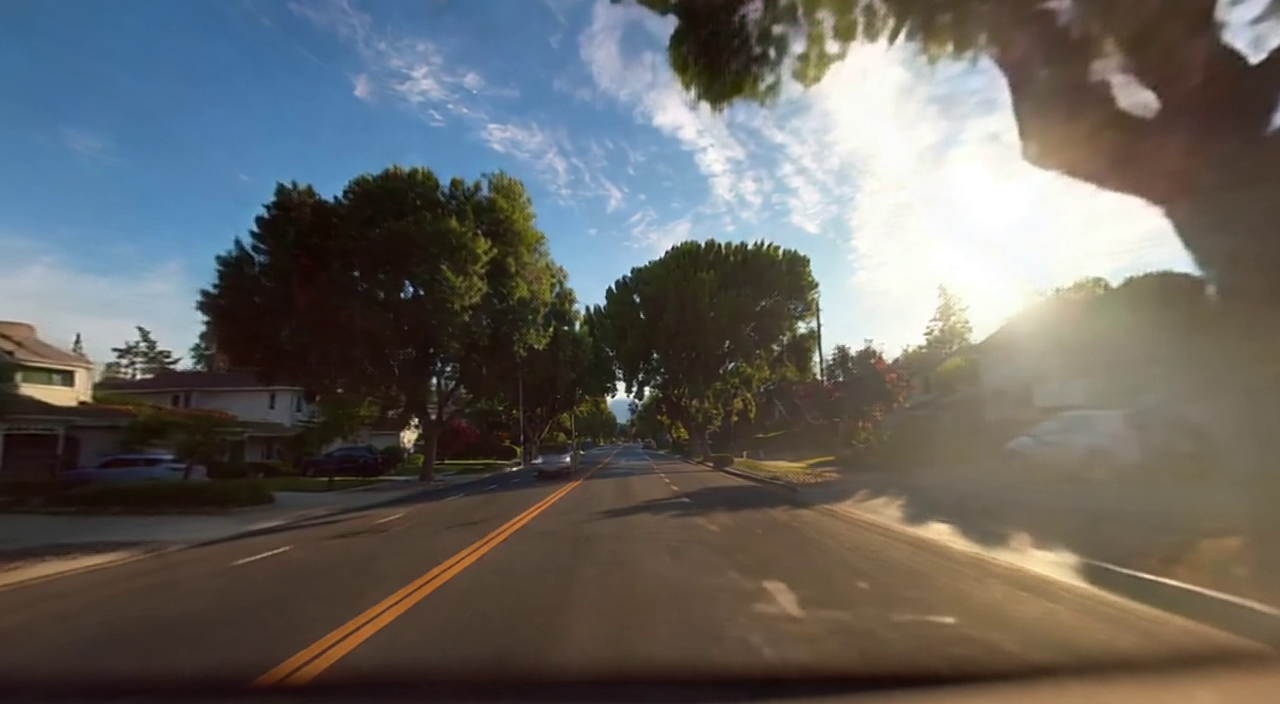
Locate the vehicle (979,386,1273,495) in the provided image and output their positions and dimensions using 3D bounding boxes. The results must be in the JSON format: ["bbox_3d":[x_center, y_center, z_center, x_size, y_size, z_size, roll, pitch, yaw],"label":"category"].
[{"bbox_3d":[10.714,2.077,14.817,2.305,2.042,5.711,0,-8,0],"label":"vehicle"}]

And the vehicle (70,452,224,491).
[{"bbox_3d":[-19.579,4.746,25.251,4.459,1.432,1.979,0,-8,-1],"label":"vehicle"}]

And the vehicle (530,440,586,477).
[{"bbox_3d":[-4.011,5.293,31.645,2.208,1.663,4.326,-1,-8,0],"label":"vehicle"}]
